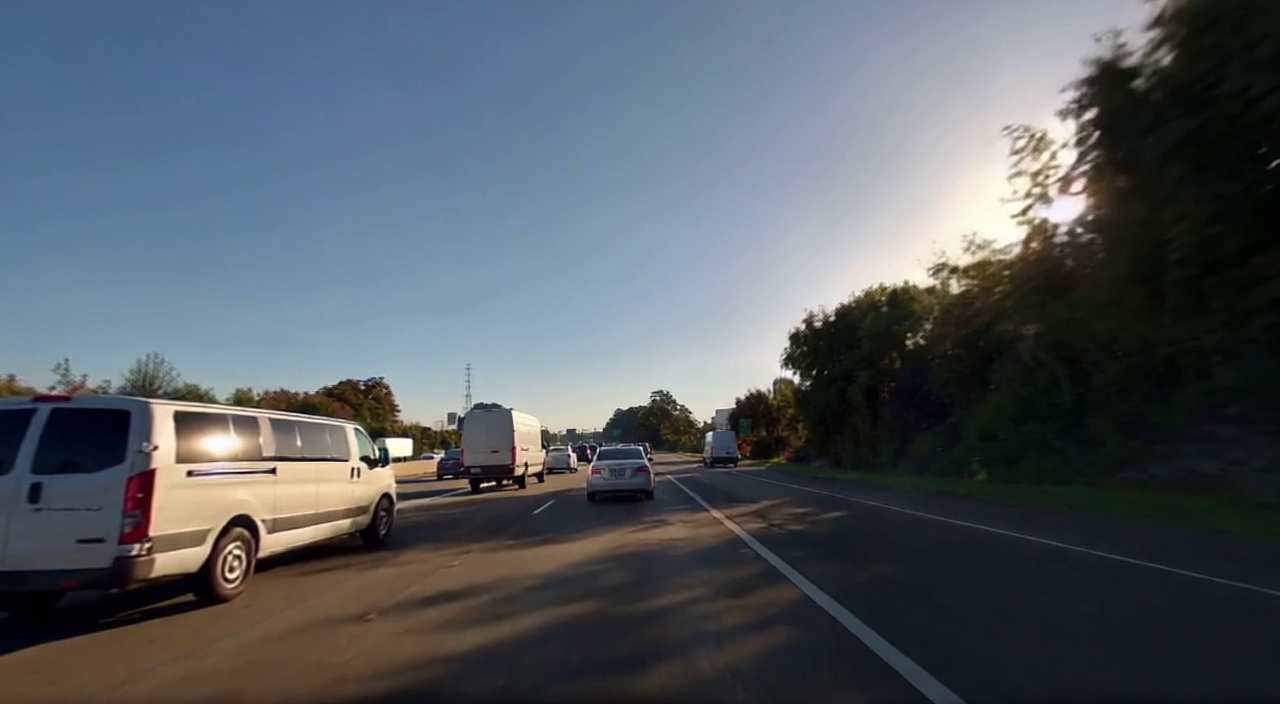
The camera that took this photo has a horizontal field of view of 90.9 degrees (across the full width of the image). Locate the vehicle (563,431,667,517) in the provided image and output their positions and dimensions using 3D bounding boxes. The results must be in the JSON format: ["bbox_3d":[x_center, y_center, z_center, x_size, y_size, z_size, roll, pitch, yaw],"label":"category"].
[{"bbox_3d":[-0.503,2.759,14.642,2.093,1.695,3.782,0,-9,0],"label":"vehicle"}]

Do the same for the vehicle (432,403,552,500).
[{"bbox_3d":[-4.534,3.252,20.756,2.248,2.626,6.837,0,-9,0],"label":"vehicle"}]

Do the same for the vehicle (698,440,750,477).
[{"bbox_3d":[4.232,5.461,32.527,2.003,1.754,4.134,0,-9,-1],"label":"vehicle"}]

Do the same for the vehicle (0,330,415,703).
[{"bbox_3d":[-4.050,1.194,5.626,2.253,1.892,4.823,0,-9,0],"label":"vehicle"}]
